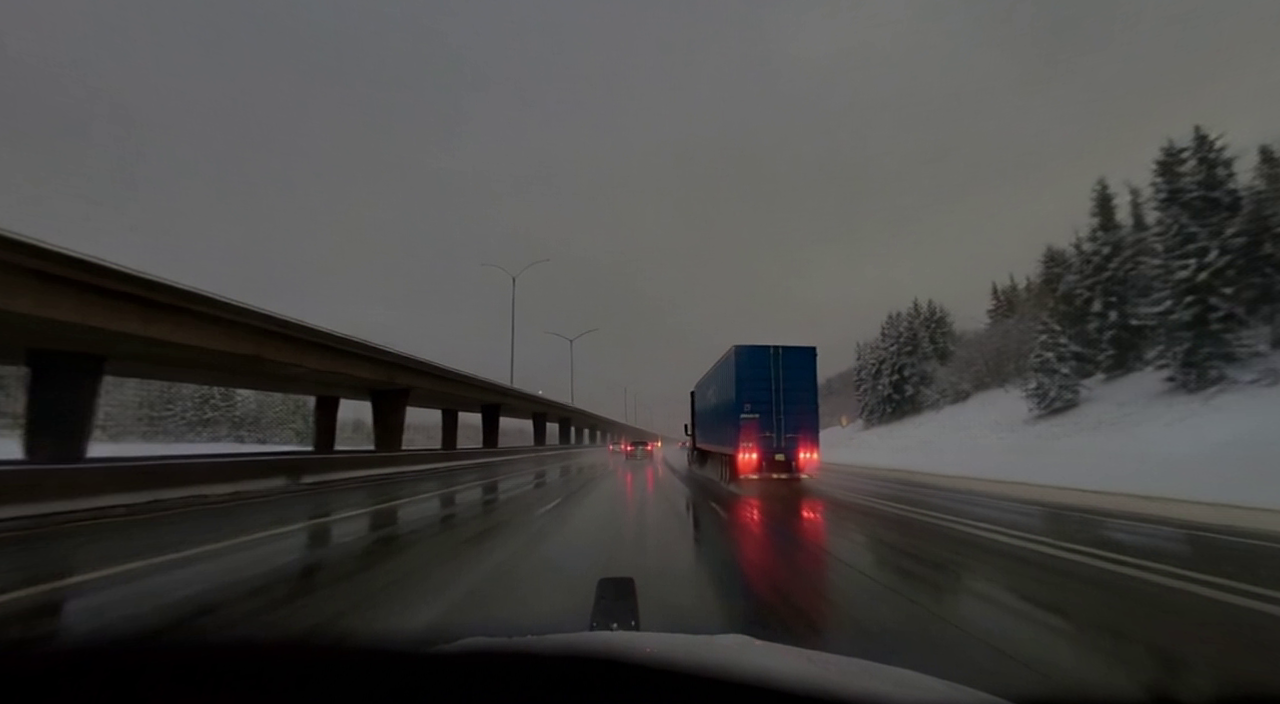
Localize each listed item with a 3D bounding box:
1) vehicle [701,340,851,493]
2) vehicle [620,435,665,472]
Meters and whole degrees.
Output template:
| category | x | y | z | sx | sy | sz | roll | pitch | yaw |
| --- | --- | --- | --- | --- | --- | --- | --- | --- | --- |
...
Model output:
| category | x | y | z | sx | sy | sz | roll | pitch | yaw |
| --- | --- | --- | --- | --- | --- | --- | --- | --- | --- |
| vehicle | 4.061 | 2.433 | 21.843 | 2.964 | 4.063 | 10.072 | 0 | -9 | 0 |
| vehicle | 0.146 | 5.091 | 31.805 | 2.077 | 1.716 | 4.514 | 0 | -9 | 1 |
